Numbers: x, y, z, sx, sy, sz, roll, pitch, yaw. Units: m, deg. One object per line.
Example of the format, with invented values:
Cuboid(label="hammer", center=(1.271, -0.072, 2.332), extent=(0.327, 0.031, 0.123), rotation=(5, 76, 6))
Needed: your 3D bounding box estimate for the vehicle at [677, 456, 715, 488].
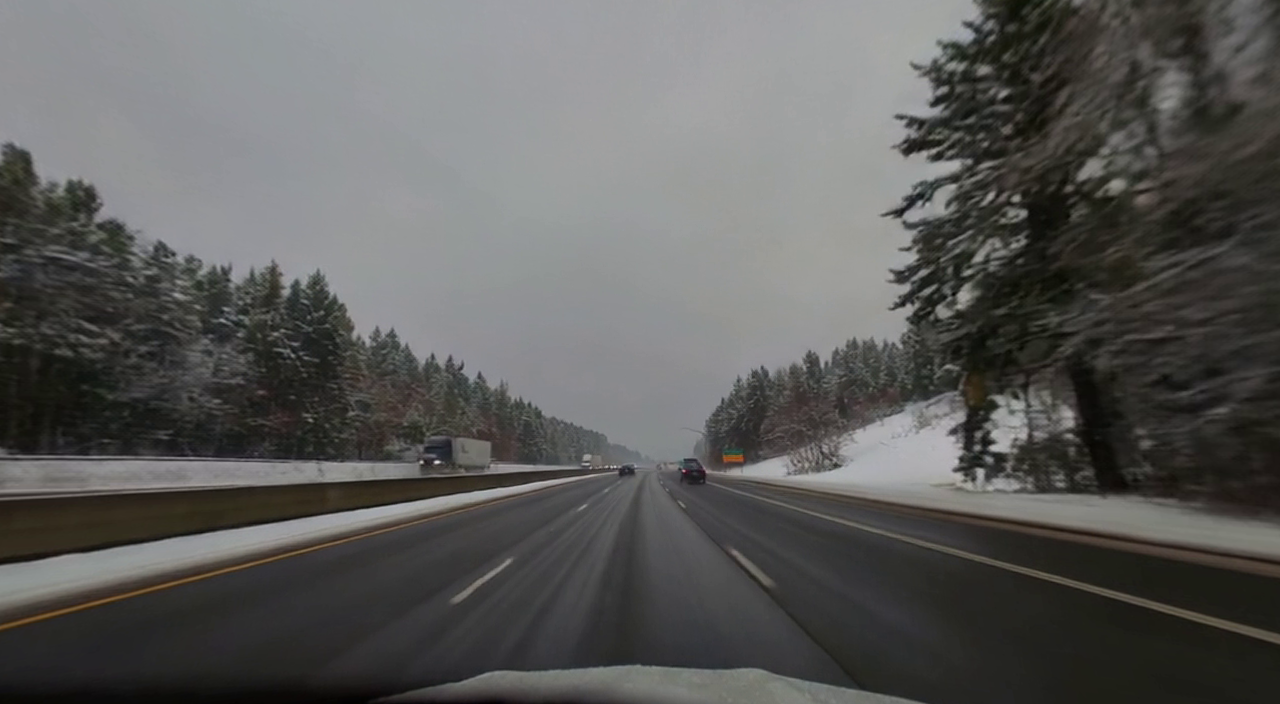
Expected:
Cuboid(label="vehicle", center=(3.705, 8.024, 42.205), extent=(2.093, 1.933, 4.623), rotation=(1, -10, 0))
